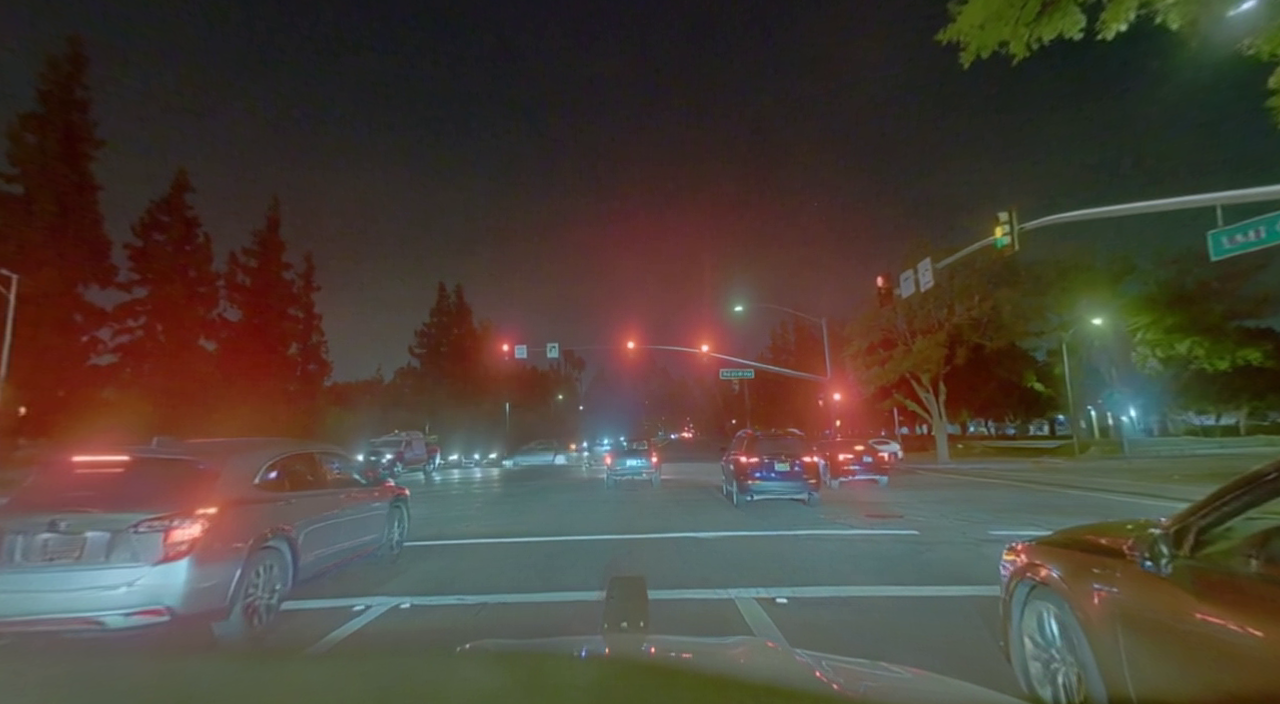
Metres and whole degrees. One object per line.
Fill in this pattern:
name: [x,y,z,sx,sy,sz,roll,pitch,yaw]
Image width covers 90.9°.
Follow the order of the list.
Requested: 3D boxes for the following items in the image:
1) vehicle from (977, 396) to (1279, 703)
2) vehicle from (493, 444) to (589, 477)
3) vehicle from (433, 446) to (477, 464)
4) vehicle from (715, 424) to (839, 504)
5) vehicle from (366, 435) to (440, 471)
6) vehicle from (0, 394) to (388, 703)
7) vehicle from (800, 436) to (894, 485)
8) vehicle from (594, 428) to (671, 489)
vehicle: [3.094,0.826,1.725,1.960,1.460,4.233,0,-8,0]
vehicle: [-4.366,4.832,28.213,4.094,1.328,1.700,0,-8,-4]
vehicle: [-14.026,7.816,48.039,1.926,1.325,4.162,-1,-8,3]
vehicle: [3.230,2.748,15.954,2.097,1.707,4.461,0,-8,0]
vehicle: [-13.991,5.957,37.559,2.196,1.961,5.359,-1,-8,1]
vehicle: [-3.560,1.162,4.166,1.941,1.492,4.399,0,-8,0]
vehicle: [6.717,3.548,20.950,1.847,1.432,4.039,-1,-8,2]
vehicle: [-0.202,3.377,20.320,2.215,1.749,3.976,0,-8,1]
